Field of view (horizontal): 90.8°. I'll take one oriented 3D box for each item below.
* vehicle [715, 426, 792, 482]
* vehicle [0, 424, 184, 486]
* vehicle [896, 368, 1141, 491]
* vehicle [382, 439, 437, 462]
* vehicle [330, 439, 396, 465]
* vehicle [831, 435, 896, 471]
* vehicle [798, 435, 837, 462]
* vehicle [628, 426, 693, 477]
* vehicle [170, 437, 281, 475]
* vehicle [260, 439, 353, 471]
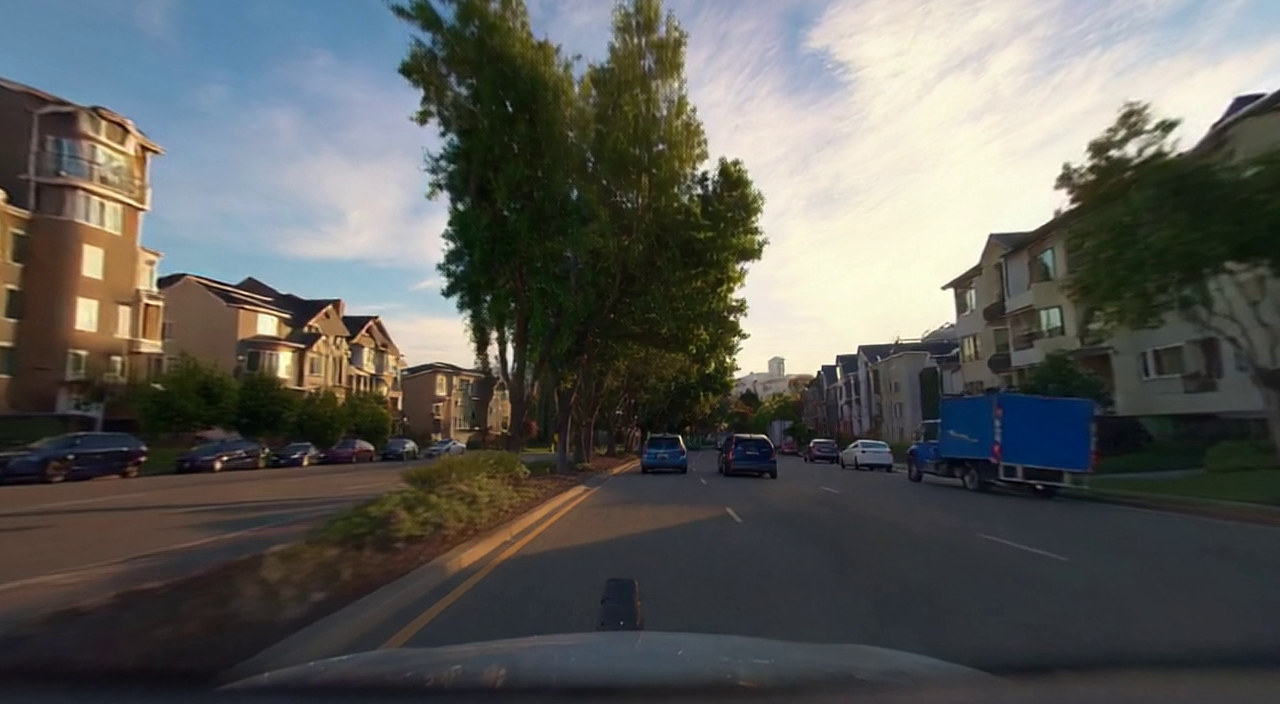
[{"bbox_3d":[3.985,3.660,22.954,2.033,1.823,4.409,0,-8,1],"label":"vehicle"},{"bbox_3d":[-18.542,3.444,20.942,2.272,1.746,5.914,-1,-10,2],"label":"vehicle"},{"bbox_3d":[11.350,2.575,20.149,3.705,3.221,6.779,-1,-9,3],"label":"vehicle"},{"bbox_3d":[-16.689,7.207,46.005,2.023,1.561,4.497,-3,-10,5],"label":"vehicle"},{"bbox_3d":[-17.401,6.389,39.911,1.849,1.455,4.606,-2,-11,4],"label":"vehicle"},{"bbox_3d":[11.891,5.373,33.939,2.080,1.744,4.889,0,-8,5],"label":"vehicle"},{"bbox_3d":[12.954,7.065,46.380,1.938,1.860,4.690,-1,-8,6],"label":"vehicle"},{"bbox_3d":[0.868,3.941,25.229,2.345,1.841,5.032,0,-8,3],"label":"vehicle"},{"bbox_3d":[-18.173,4.602,27.984,1.845,1.512,4.316,-2,-9,2],"label":"vehicle"},{"bbox_3d":[-17.711,5.508,33.873,1.951,1.513,5.107,-3,-9,4],"label":"vehicle"}]
